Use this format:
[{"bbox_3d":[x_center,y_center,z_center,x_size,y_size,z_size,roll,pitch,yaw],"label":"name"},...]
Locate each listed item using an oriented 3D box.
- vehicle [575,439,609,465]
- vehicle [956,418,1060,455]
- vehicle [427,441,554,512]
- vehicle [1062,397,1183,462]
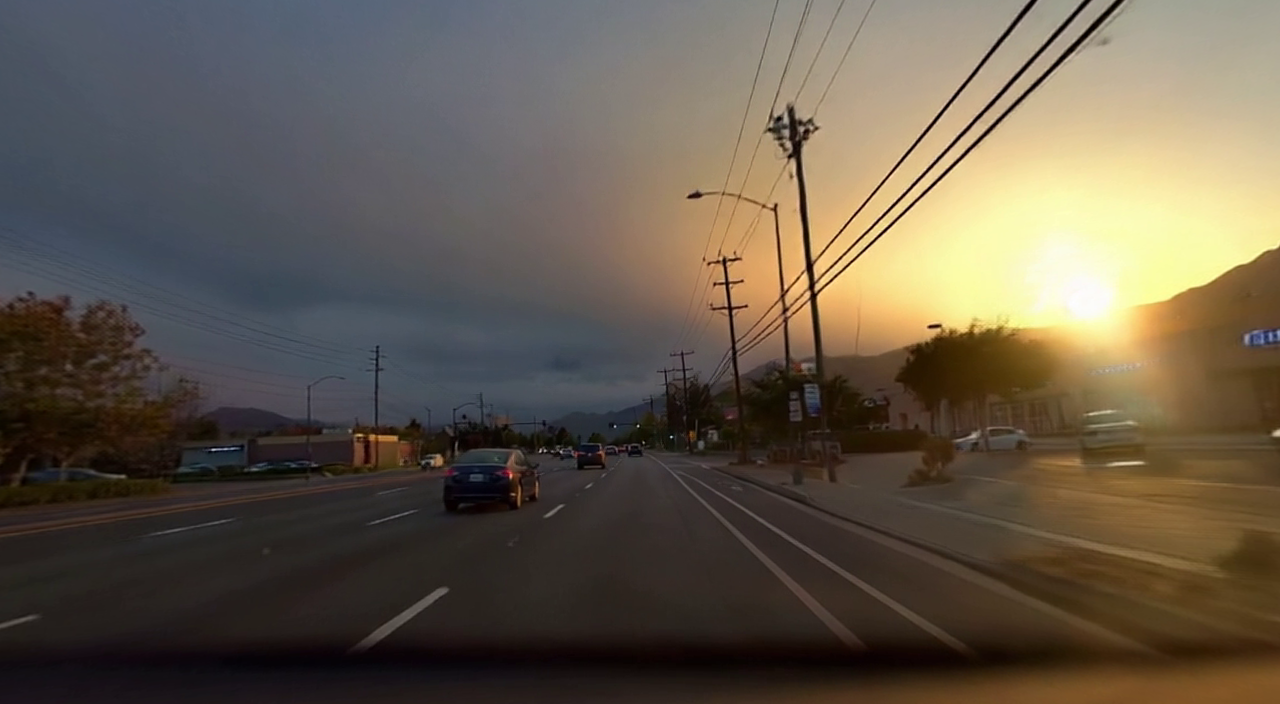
[{"bbox_3d":[-3.421,7.231,45.499,2.087,1.736,4.311,0,-9,0],"label":"vehicle"},{"bbox_3d":[16.552,3.828,28.298,4.497,1.548,1.997,5,-10,-30],"label":"vehicle"},{"bbox_3d":[-3.446,2.969,15.493,1.942,1.469,4.426,0,-9,2],"label":"vehicle"},{"bbox_3d":[16.485,2.607,21.452,4.319,1.812,2.020,1,-10,-39],"label":"vehicle"}]
